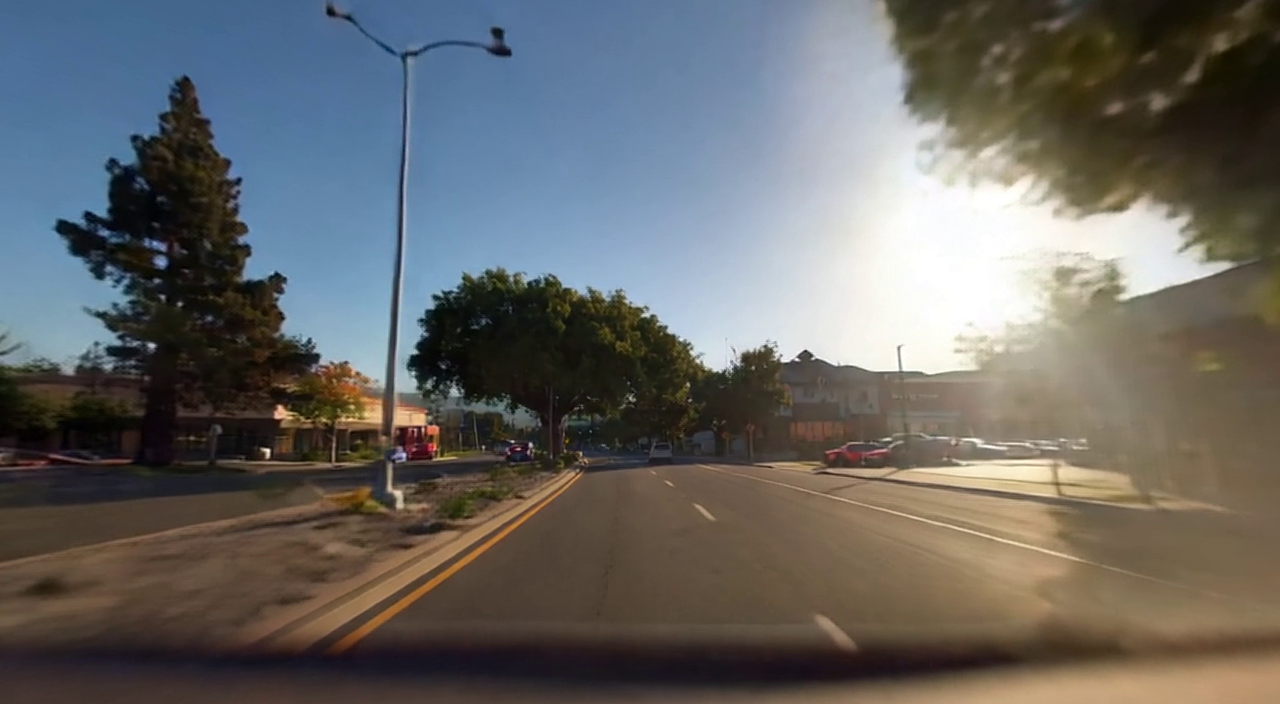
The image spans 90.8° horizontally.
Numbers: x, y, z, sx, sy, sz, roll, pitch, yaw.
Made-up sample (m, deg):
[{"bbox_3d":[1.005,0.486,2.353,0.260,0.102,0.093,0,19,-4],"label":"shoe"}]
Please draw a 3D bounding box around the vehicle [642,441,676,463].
[{"bbox_3d":[1.315,7.171,45.284,1.913,1.473,4.360,0,-9,-5],"label":"vehicle"}]

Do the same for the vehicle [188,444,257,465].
[{"bbox_3d":[-32.083,7.906,48.624,3.952,1.462,1.857,2,-6,-8],"label":"vehicle"}]

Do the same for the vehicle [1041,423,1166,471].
[{"bbox_3d":[28.529,5.910,39.347,2.248,2.714,6.788,1,-8,-4],"label":"vehicle"}]

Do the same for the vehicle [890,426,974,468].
[{"bbox_3d":[18.009,5.828,38.824,2.727,2.396,5.918,-9,-12,43],"label":"vehicle"}]

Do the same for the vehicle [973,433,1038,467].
[{"bbox_3d":[22.417,6.046,39.043,2.747,1.912,6.426,-4,-9,25],"label":"vehicle"}]

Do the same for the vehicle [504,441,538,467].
[{"bbox_3d":[-8.604,7.292,45.457,2.180,1.556,5.130,2,-7,-11],"label":"vehicle"}]

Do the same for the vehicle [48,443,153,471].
[{"bbox_3d":[-31.892,6.196,37.477,4.240,1.576,2.038,0,-9,-4],"label":"vehicle"}]

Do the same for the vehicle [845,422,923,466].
[{"bbox_3d":[15.848,5.952,40.804,5.908,2.641,2.303,8,-12,-44],"label":"vehicle"}]

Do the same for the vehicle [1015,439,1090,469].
[{"bbox_3d":[25.422,6.269,39.097,1.917,1.720,4.071,0,-8,1],"label":"vehicle"}]
